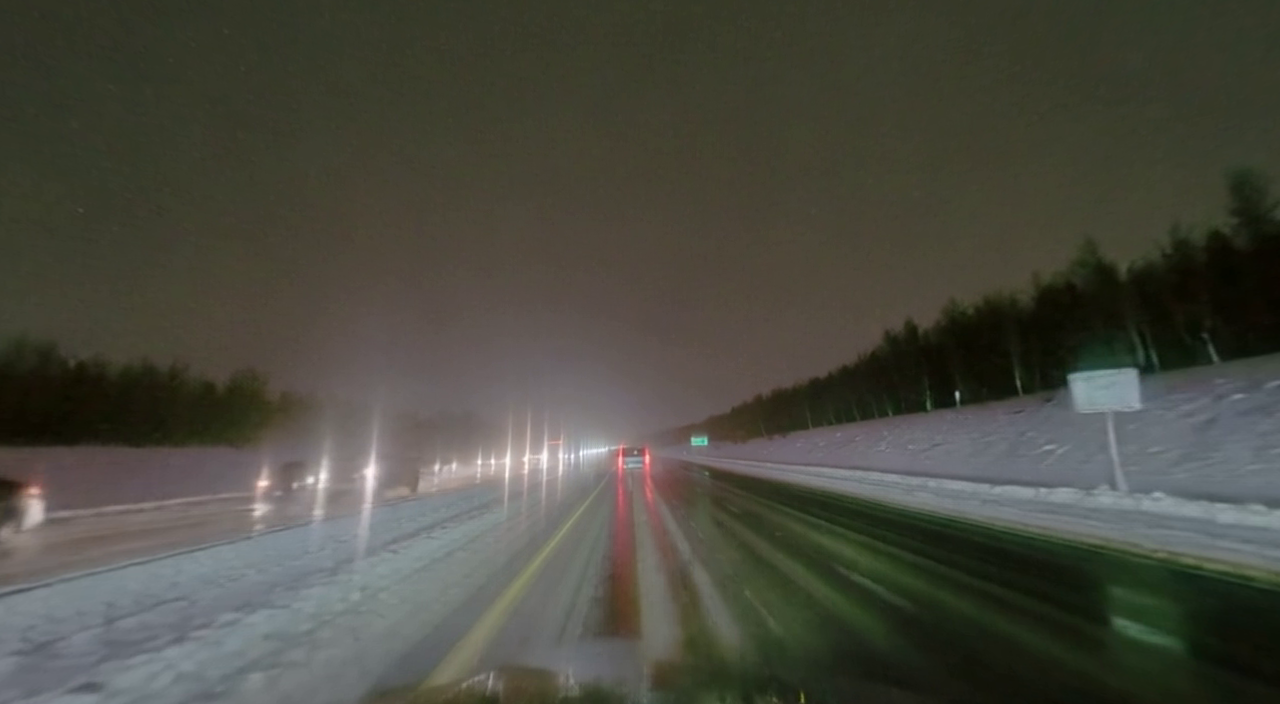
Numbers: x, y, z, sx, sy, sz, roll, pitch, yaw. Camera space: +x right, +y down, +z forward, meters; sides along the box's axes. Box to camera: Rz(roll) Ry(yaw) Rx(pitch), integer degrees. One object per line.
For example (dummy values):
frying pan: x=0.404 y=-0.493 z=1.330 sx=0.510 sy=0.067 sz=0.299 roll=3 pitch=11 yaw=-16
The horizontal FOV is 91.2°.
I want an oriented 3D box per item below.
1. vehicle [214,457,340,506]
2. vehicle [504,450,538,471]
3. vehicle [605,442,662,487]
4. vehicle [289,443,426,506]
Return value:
vehicle: x=-12.797 y=4.558 z=22.492 sx=1.864 sy=1.488 sz=4.473 roll=0 pitch=-9 yaw=-1
vehicle: x=-9.136 y=8.381 z=48.422 sx=1.893 sy=1.519 sz=4.127 roll=0 pitch=-9 yaw=-1
vehicle: x=-0.284 y=4.217 z=23.715 sx=1.971 sy=1.518 sz=4.108 roll=0 pitch=-9 yaw=-2
vehicle: x=-8.336 y=3.627 z=19.034 sx=2.090 sy=1.653 sz=4.437 roll=0 pitch=-9 yaw=0
